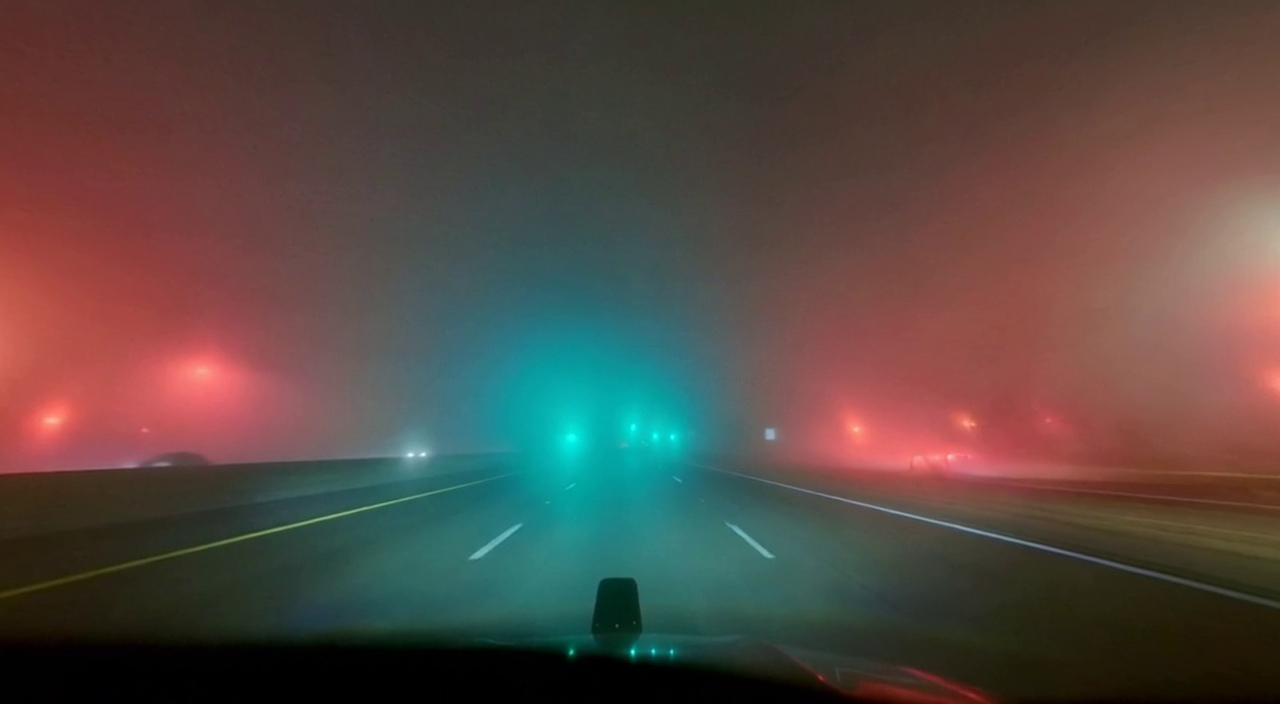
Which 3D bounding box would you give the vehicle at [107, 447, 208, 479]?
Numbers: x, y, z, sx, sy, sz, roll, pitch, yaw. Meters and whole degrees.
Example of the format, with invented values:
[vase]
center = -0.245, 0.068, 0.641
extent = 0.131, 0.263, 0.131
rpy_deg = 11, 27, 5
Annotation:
[vehicle]
center = -24.945, 5.734, 32.847
extent = 1.843, 1.518, 4.264
rpy_deg = 0, -9, 0
